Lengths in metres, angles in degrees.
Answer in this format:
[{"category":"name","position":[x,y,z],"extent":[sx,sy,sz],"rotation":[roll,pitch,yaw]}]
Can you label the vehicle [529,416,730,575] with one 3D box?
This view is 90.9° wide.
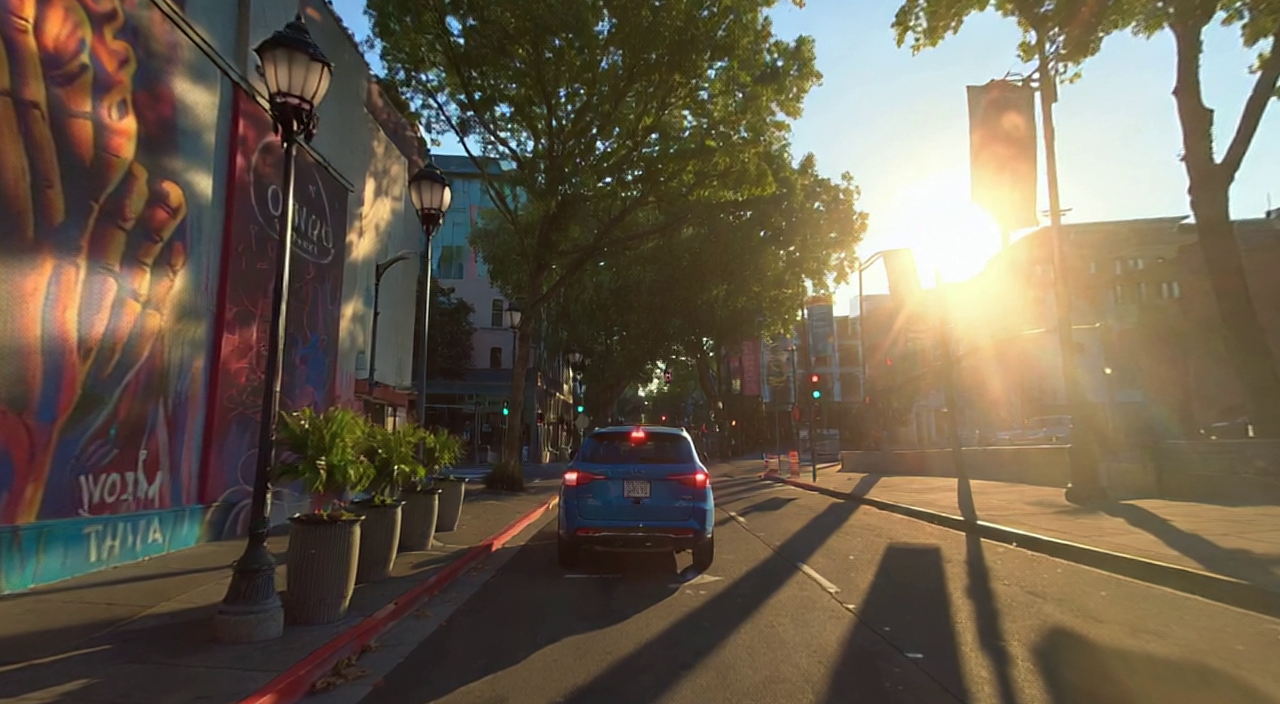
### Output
[{"category":"vehicle","position":[-0.134,1.775,8.544],"extent":[2.079,1.621,3.861],"rotation":[0,-8,-1]}]
